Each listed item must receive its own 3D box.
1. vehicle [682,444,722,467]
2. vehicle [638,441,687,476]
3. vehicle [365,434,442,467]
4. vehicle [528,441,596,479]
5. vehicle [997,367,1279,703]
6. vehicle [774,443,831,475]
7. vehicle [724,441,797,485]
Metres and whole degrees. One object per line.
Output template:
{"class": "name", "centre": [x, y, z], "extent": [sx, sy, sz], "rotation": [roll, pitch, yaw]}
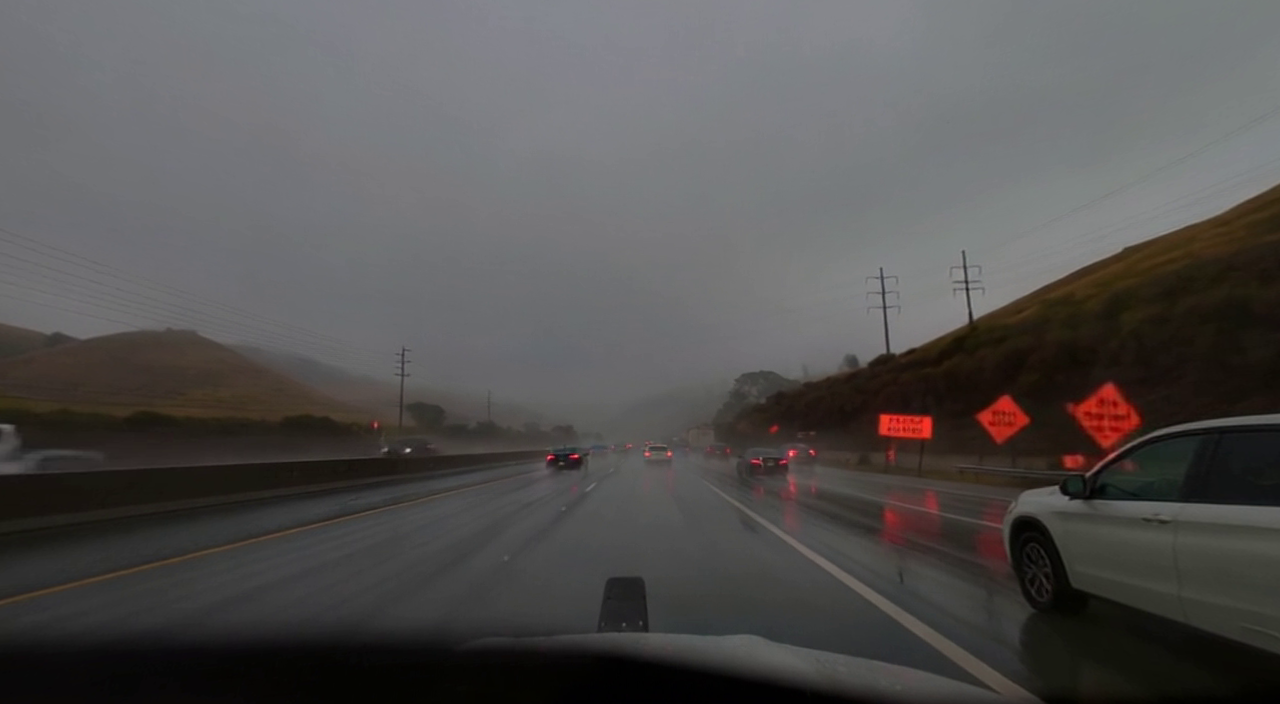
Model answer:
{"class": "vehicle", "centre": [3.977, 6.729, 41.196], "extent": [2.177, 1.453, 4.205], "rotation": [0, -8, 0]}
{"class": "vehicle", "centre": [0.964, 4.969, 29.660], "extent": [2.138, 1.473, 4.392], "rotation": [0, -8, 0]}
{"class": "vehicle", "centre": [-13.723, 5.781, 37.070], "extent": [2.147, 1.742, 5.739], "rotation": [-1, -8, 2]}
{"class": "vehicle", "centre": [-3.189, 4.526, 26.707], "extent": [2.232, 1.438, 4.163], "rotation": [-1, -8, 2]}
{"class": "vehicle", "centre": [3.879, 0.884, 2.685], "extent": [2.018, 1.670, 4.658], "rotation": [0, -8, 1]}
{"class": "vehicle", "centre": [8.301, 5.489, 32.601], "extent": [1.843, 1.505, 4.007], "rotation": [0, -8, 0]}
{"class": "vehicle", "centre": [4.411, 4.119, 23.713], "extent": [1.867, 1.465, 4.093], "rotation": [0, -8, -1]}
